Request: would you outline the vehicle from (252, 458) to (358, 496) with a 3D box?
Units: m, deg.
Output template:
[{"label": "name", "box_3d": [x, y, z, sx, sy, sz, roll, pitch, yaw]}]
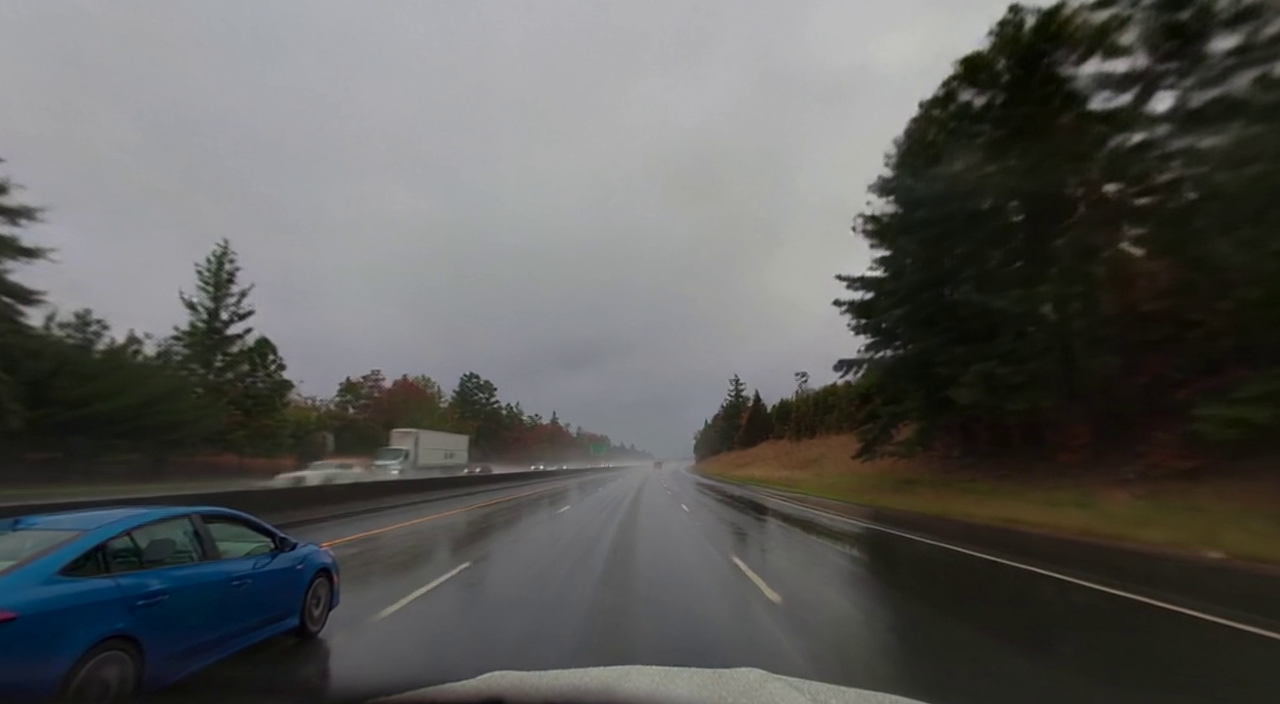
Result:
[{"label": "vehicle", "box_3d": [-14.670, 5.530, 27.959, 1.909, 1.501, 4.809, 0, -11, 2]}]

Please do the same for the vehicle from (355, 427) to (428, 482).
[{"label": "vehicle", "box_3d": [-19.333, 8.103, 49.461, 2.984, 3.962, 5.856, 0, -11, 2]}]
